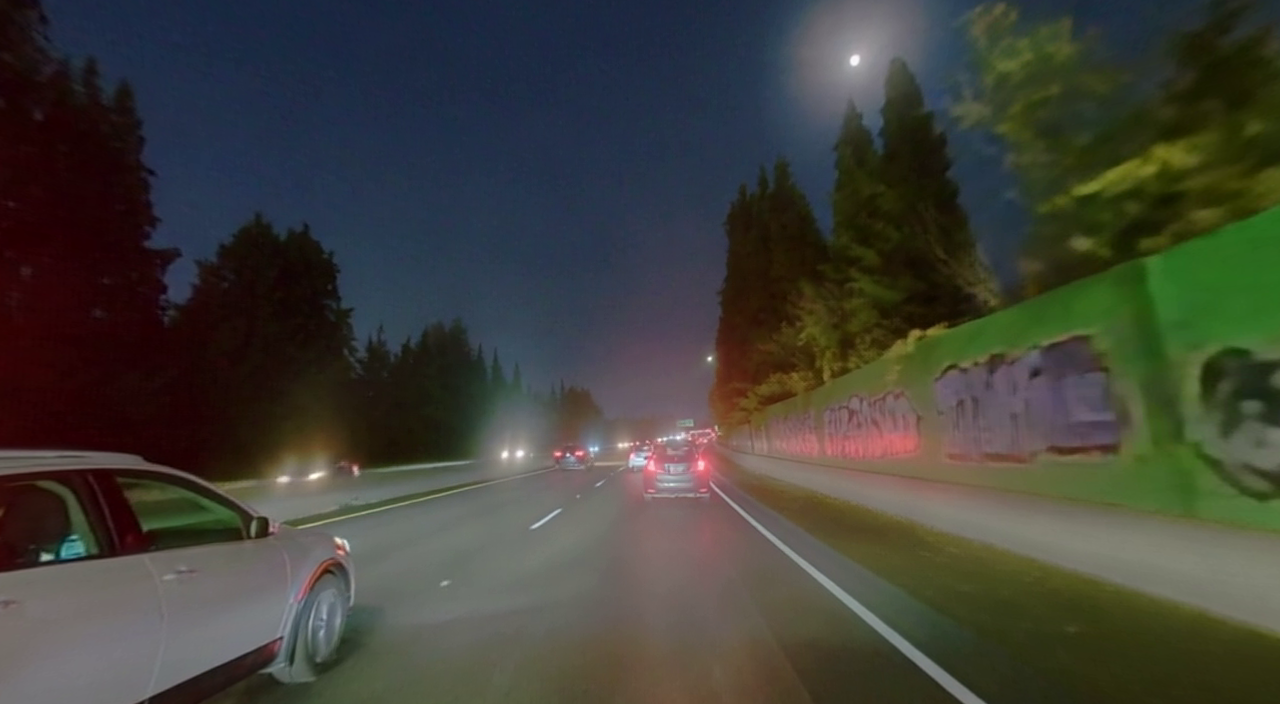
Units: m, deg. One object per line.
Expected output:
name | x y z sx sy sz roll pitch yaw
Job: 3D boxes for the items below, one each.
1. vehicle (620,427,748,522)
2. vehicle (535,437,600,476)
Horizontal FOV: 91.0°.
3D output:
vehicle | 0.743 2.274 12.236 2.077 1.533 3.854 0 -8 1
vehicle | -2.937 4.356 26.481 2.059 1.471 4.152 0 -8 3
